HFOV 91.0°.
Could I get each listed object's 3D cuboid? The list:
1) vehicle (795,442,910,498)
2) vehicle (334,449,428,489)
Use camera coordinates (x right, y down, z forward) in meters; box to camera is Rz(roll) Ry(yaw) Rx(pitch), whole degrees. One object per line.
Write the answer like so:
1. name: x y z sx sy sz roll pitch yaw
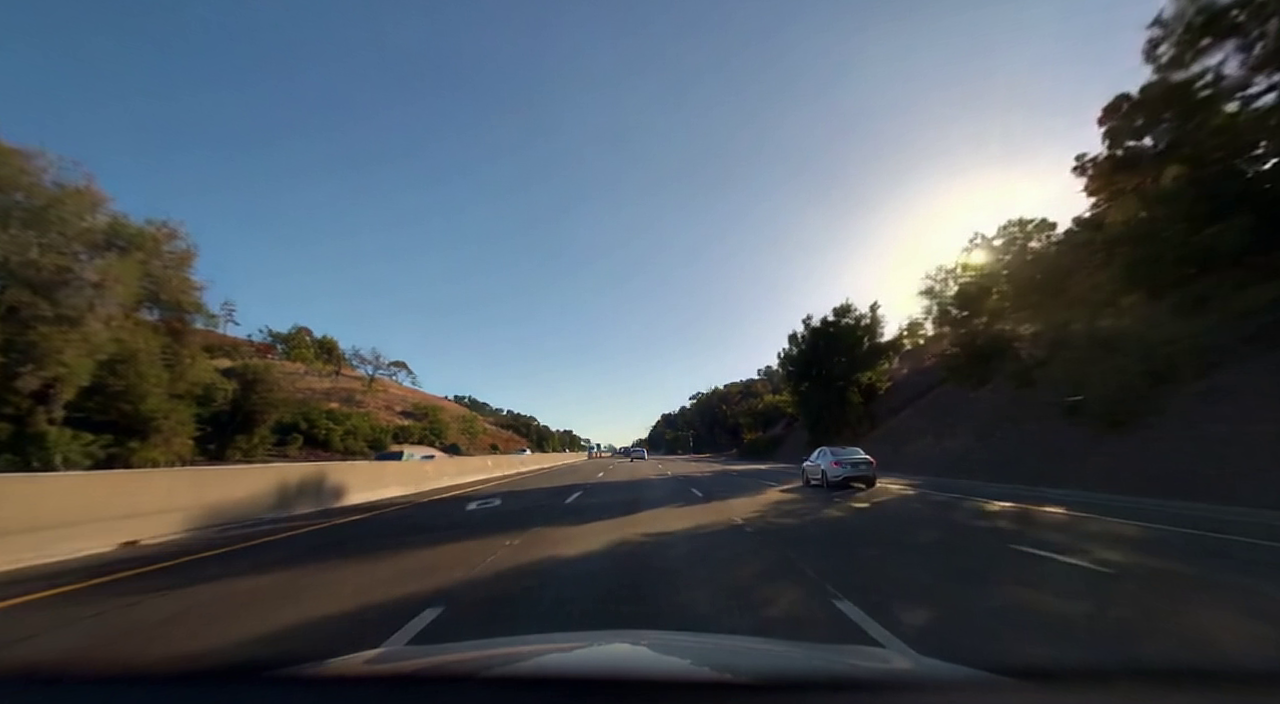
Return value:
1. vehicle: 6.301 3.551 19.263 1.976 1.495 4.217 0 -9 -1
2. vehicle: -11.105 5.031 27.450 2.011 1.583 4.876 0 -9 0
